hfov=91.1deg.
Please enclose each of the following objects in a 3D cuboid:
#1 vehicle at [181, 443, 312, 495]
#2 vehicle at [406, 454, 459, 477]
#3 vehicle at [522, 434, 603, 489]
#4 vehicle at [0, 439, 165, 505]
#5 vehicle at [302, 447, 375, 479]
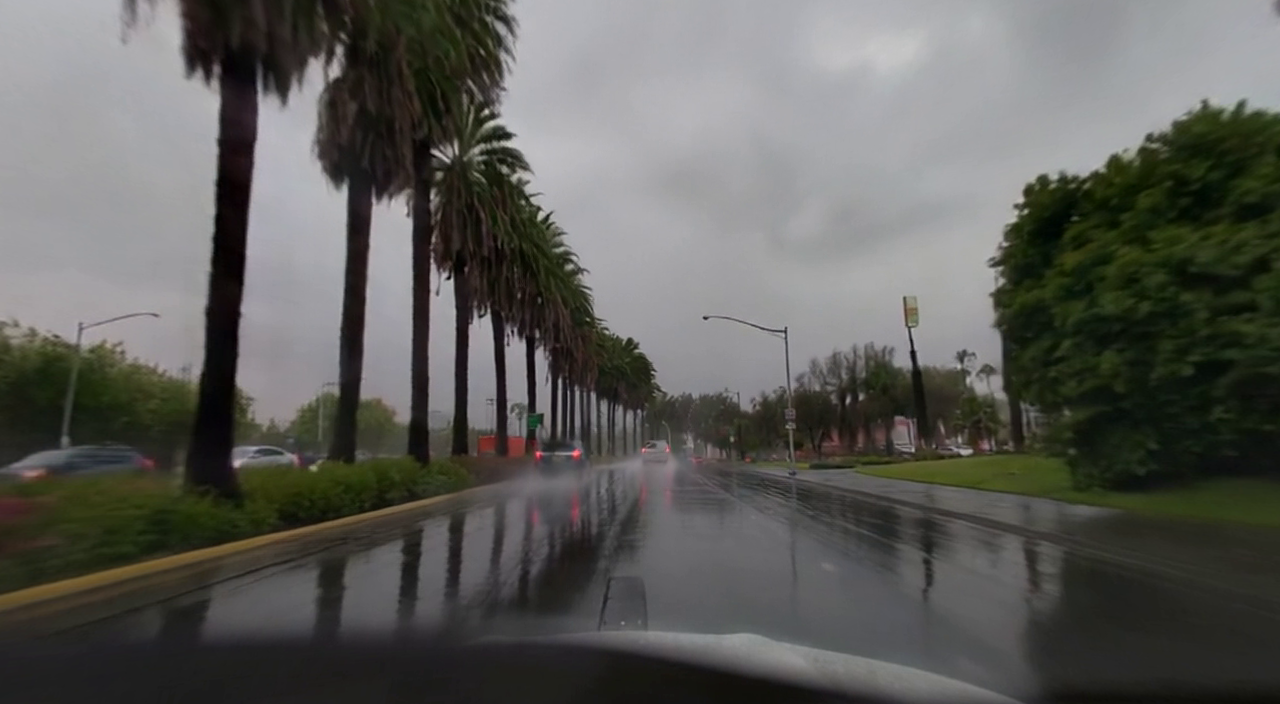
[{"bbox_3d":[-16.011,4.741,25.937,2.142,1.913,4.745,0,-8,2],"label":"vehicle"},{"bbox_3d":[-15.264,8.377,46.463,2.195,1.559,4.362,-1,-8,3],"label":"vehicle"},{"bbox_3d":[-2.768,4.069,23.723,2.188,1.819,4.667,-1,-8,4],"label":"vehicle"},{"bbox_3d":[-20.368,4.105,22.143,2.425,1.960,5.936,0,-8,2],"label":"vehicle"},{"bbox_3d":[-19.816,7.297,41.573,2.146,1.913,4.993,0,-8,3],"label":"vehicle"}]
